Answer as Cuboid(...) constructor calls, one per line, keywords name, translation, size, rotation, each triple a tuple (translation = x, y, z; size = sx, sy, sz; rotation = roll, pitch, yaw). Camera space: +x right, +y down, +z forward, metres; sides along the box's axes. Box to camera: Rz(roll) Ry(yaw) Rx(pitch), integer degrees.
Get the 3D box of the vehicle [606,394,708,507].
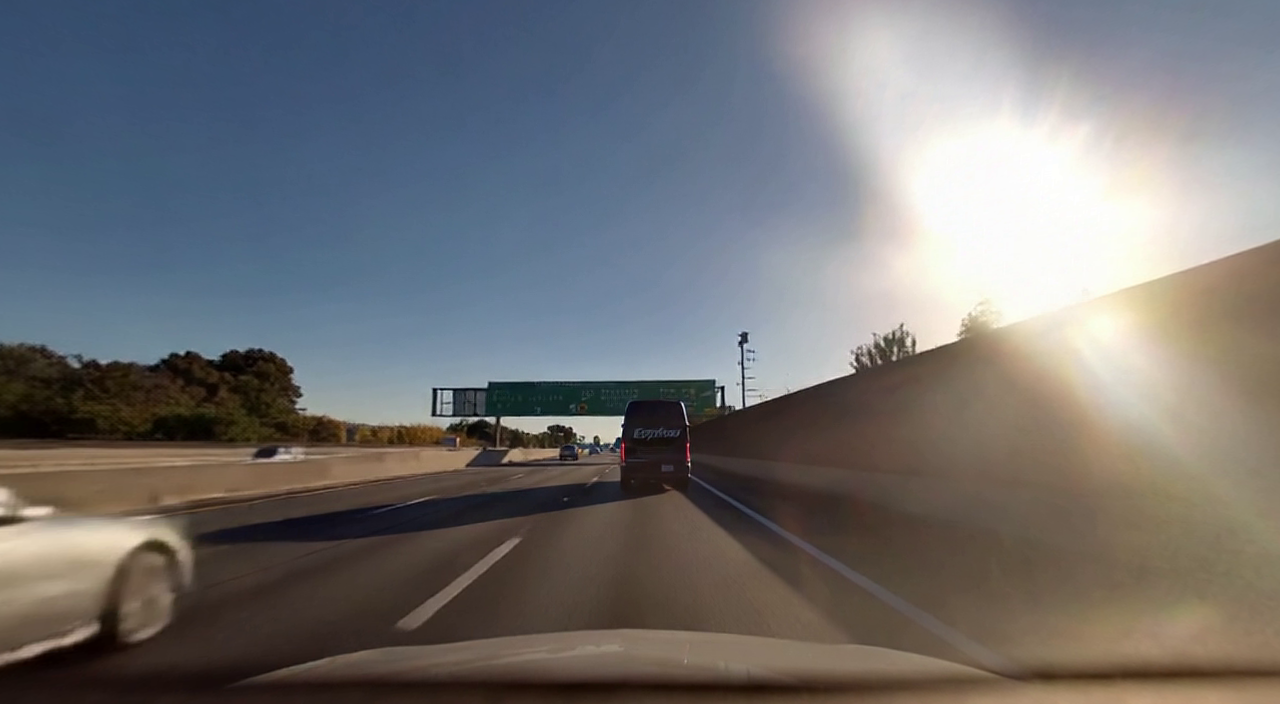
Cuboid(name="vehicle", translation=(0.317, 2.667, 17.250), size=(2.332, 2.558, 5.314), rotation=(0, -9, -2))
